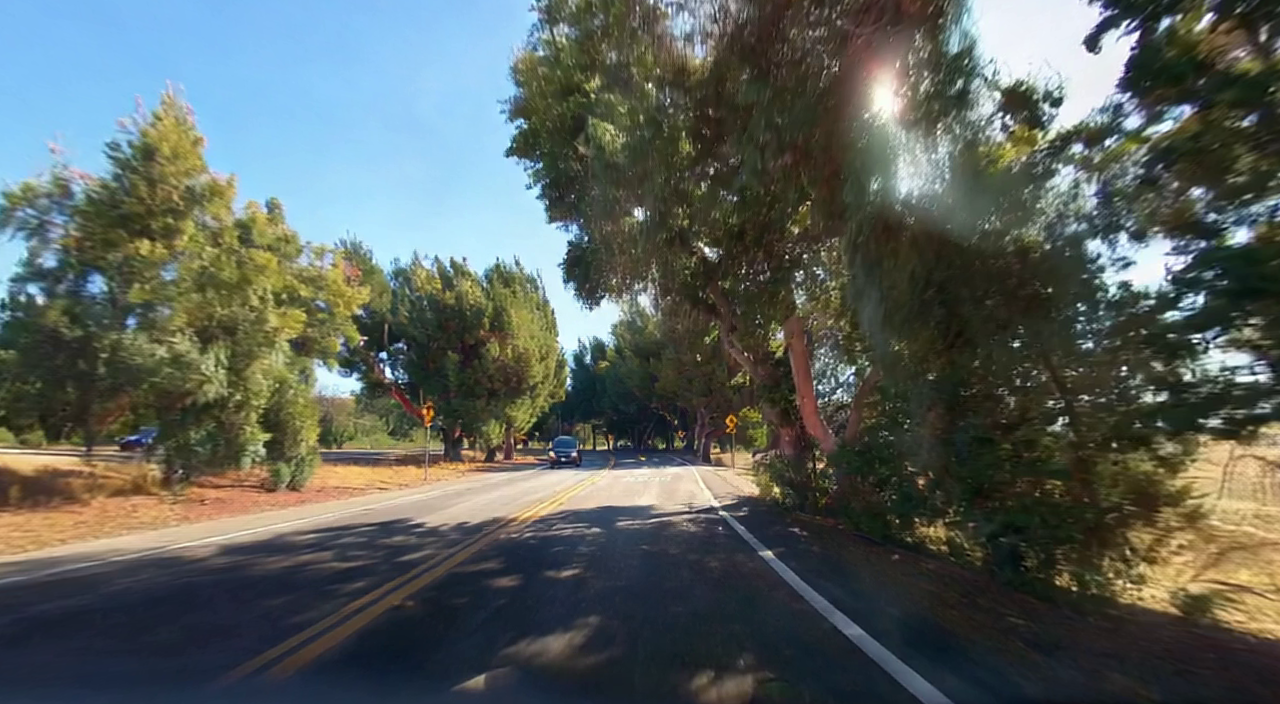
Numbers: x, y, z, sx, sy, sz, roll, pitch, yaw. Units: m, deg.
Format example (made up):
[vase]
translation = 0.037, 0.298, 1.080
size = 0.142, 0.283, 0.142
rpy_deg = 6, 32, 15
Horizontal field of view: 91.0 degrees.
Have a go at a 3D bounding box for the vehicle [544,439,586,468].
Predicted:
[vehicle]
translation = -5.121, 7.033, 43.872
size = 2.394, 1.900, 5.863
rpy_deg = 0, -8, -2
